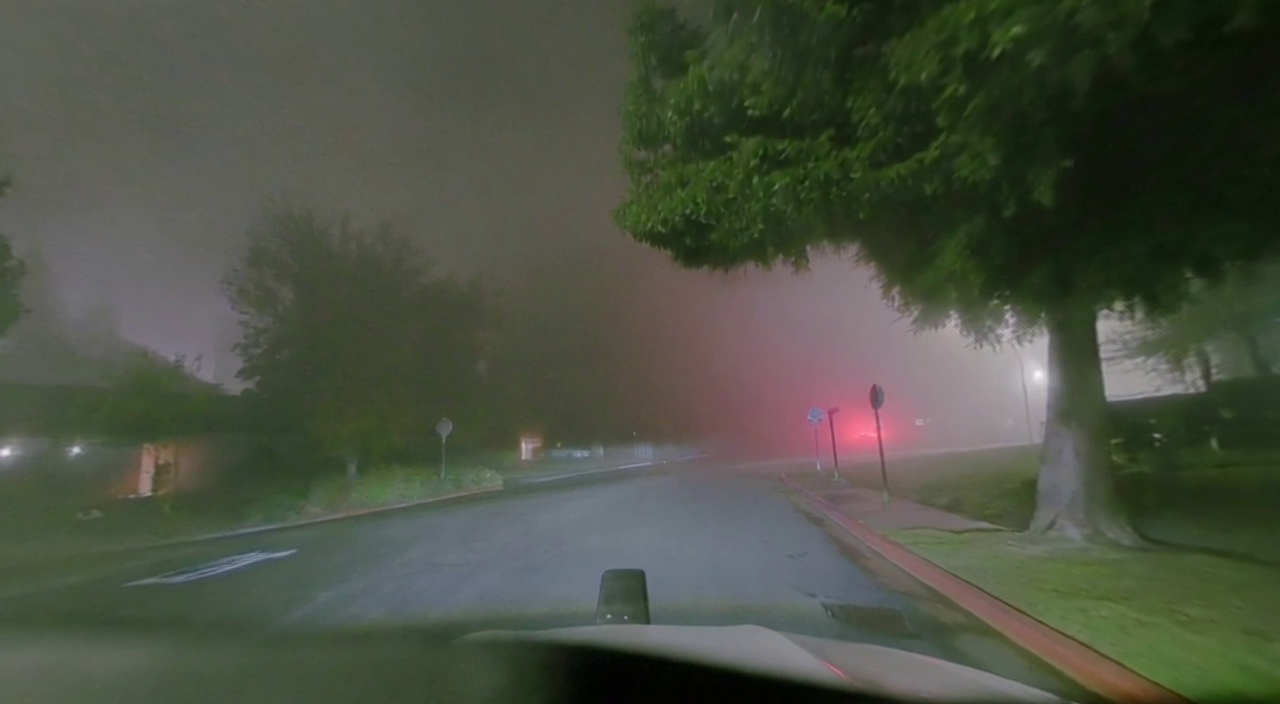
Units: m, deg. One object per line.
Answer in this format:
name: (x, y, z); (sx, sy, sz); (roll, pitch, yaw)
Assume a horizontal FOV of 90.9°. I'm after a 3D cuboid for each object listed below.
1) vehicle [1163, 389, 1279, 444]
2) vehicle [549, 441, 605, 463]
vehicle: (18.869, 2.073, 19.777); (1.806, 1.481, 4.671); (-7, -10, 14)
vehicle: (-4.918, 7.862, 49.624); (4.252, 1.681, 1.854); (1, -8, -5)
